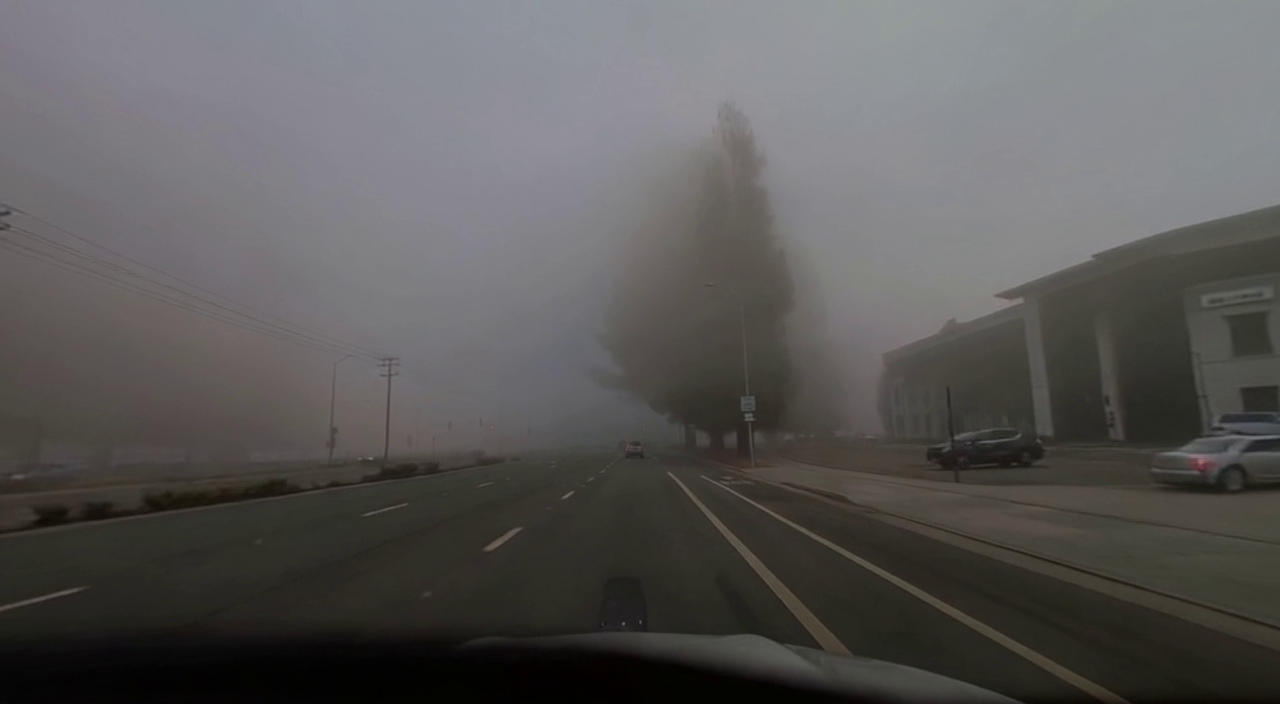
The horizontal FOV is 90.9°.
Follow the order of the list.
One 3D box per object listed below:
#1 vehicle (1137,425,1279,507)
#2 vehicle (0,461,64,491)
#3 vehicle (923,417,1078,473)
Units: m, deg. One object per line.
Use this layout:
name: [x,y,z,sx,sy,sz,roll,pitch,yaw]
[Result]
vehicle: [14.564,2.541,14.597,4.388,1.446,1.808,-6,-7,2]
vehicle: [-35.816,7.016,35.816,1.917,1.479,4.462,0,-8,0]
vehicle: [14.041,3.656,24.830,4.702,1.853,2.069,-3,-8,2]
